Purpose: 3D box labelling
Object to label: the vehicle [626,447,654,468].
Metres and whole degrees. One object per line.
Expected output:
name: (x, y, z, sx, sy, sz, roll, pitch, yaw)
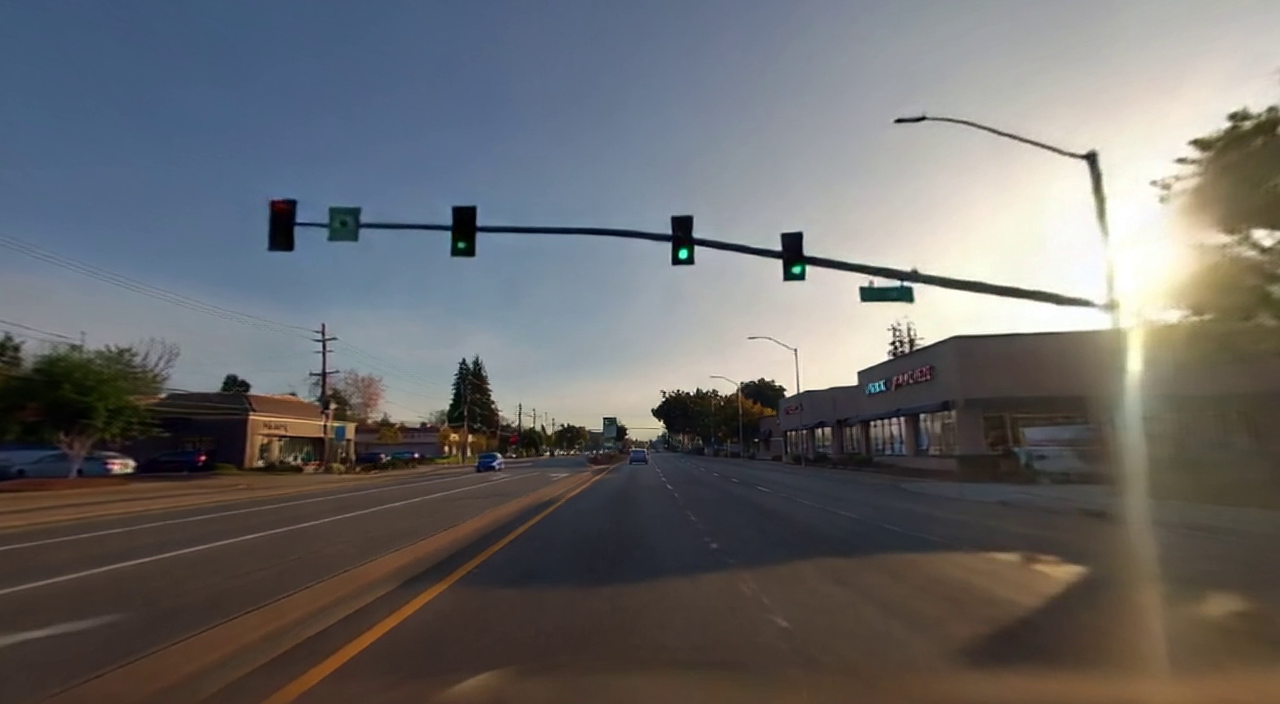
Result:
vehicle: (-0.058, 7.953, 47.770, 2.027, 1.494, 3.942, 0, -8, -1)
